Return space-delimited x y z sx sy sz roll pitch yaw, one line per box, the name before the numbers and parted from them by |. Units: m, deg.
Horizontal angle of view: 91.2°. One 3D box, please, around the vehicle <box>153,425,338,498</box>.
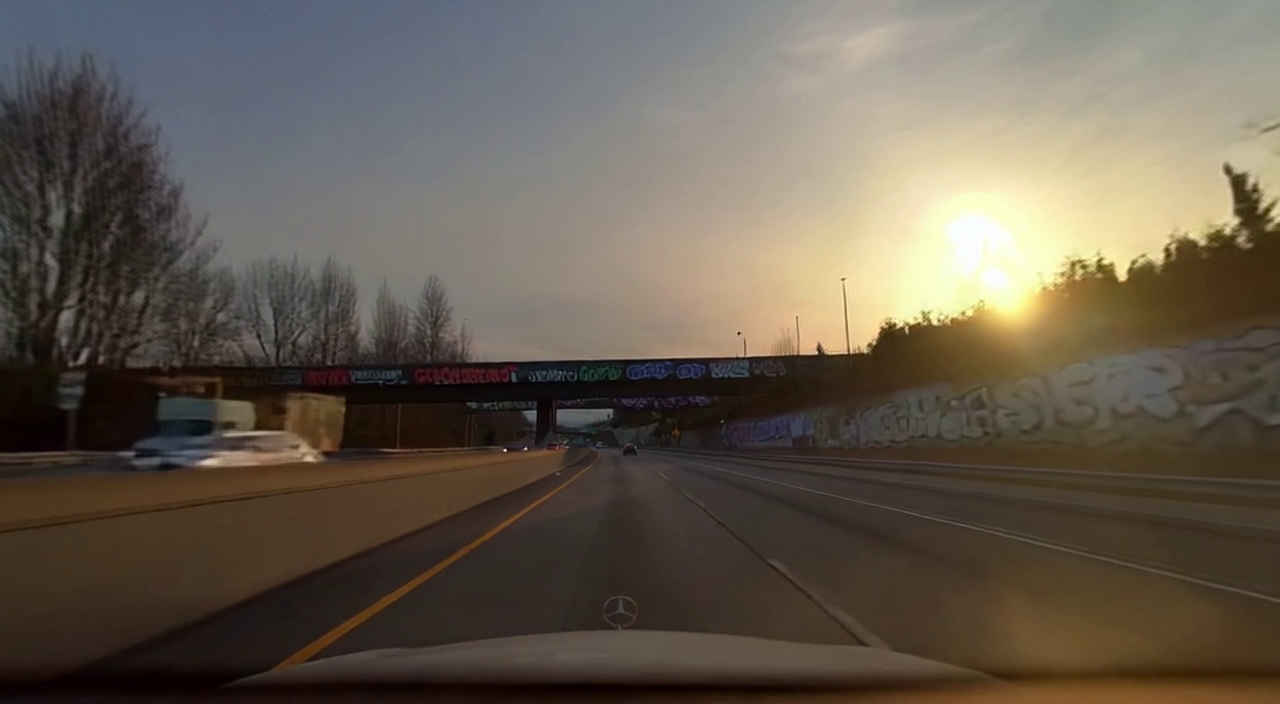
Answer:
vehicle | -9.221 2.600 15.146 1.857 1.490 4.145 0 -9 -2
